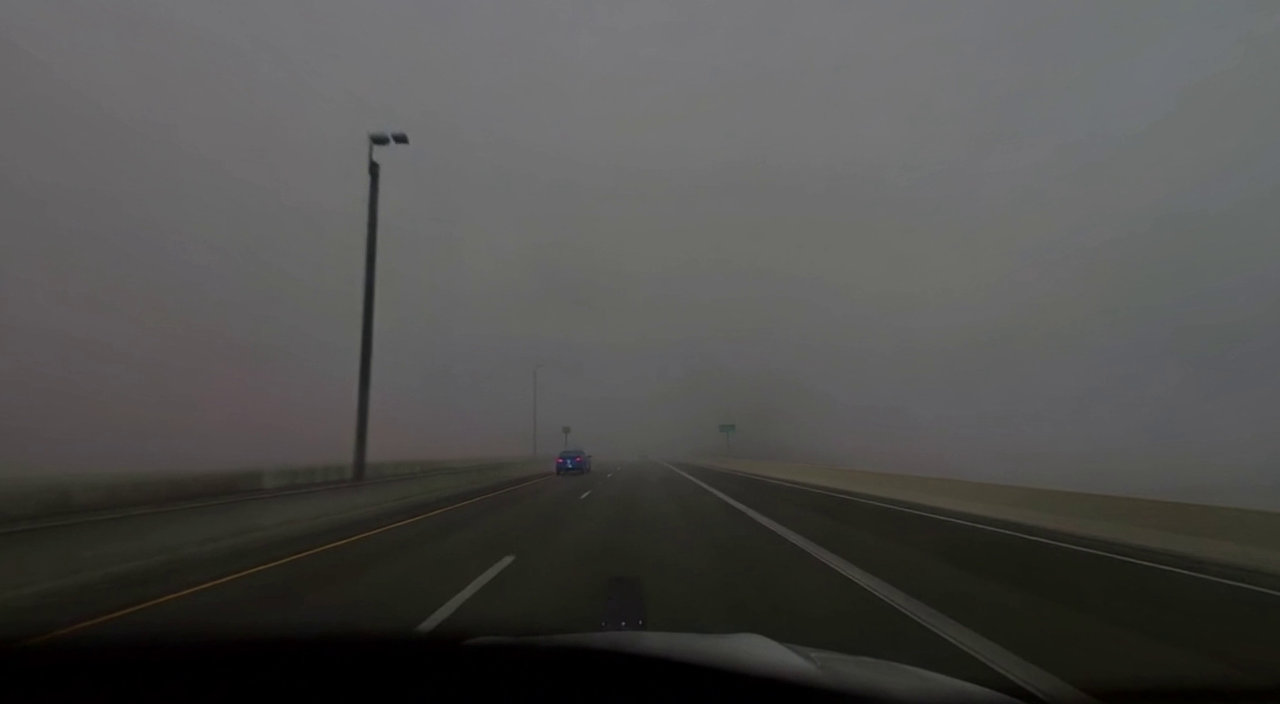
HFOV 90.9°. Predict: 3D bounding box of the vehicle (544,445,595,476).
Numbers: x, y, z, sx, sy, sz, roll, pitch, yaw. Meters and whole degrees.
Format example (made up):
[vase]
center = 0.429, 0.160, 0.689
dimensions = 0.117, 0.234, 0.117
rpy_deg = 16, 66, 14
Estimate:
[vehicle]
center = -3.736, 5.858, 34.222
dimensions = 2.160, 1.552, 4.592
rpy_deg = 0, -9, 1
